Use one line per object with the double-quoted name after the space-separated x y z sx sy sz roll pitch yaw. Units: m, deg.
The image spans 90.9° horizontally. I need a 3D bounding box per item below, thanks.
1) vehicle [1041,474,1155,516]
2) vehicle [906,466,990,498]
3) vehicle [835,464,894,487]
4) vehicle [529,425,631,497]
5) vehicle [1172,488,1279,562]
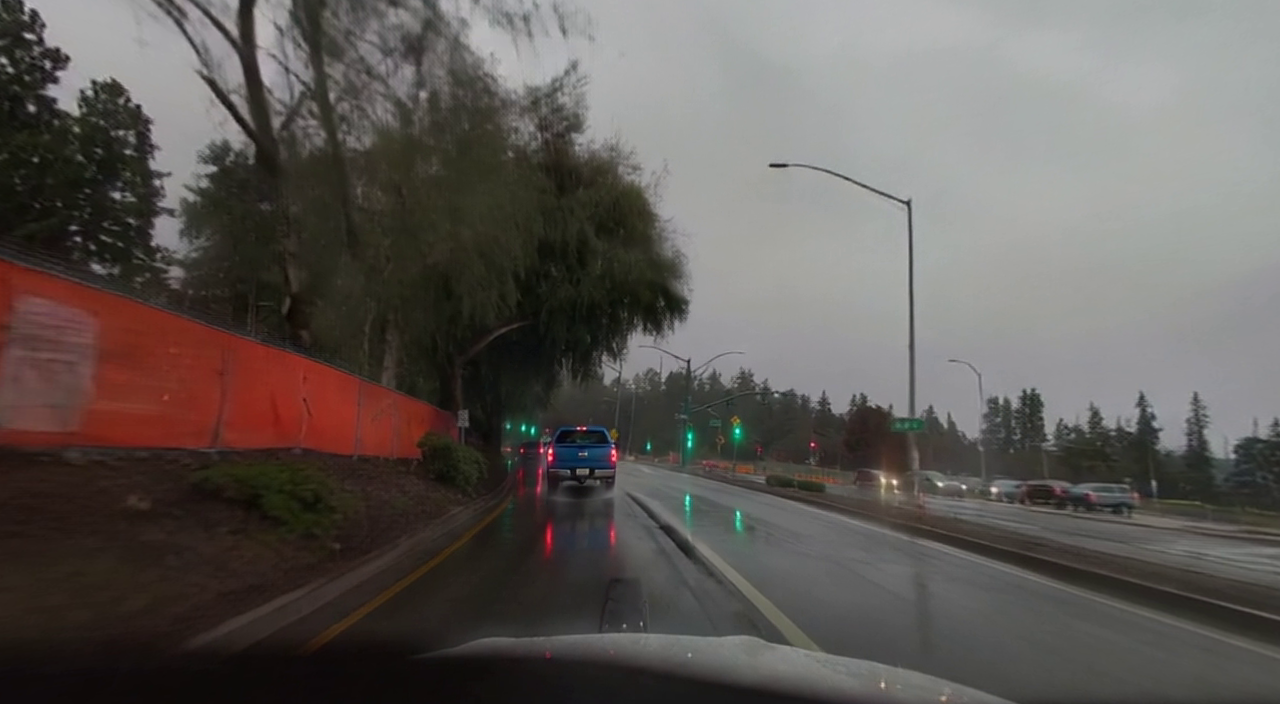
22.500 7.008 31.230 1.841 1.673 4.470 1 -8 -8 "vehicle"
17.539 7.411 36.185 1.884 1.622 4.485 3 -10 -13 "vehicle"
15.874 8.778 44.870 1.808 1.467 4.360 3 -10 -14 "vehicle"
-1.672 2.983 17.816 2.436 1.698 5.322 1 -8 -5 "vehicle"
14.921 3.952 14.257 1.862 1.387 4.168 1 -8 -7 "vehicle"
